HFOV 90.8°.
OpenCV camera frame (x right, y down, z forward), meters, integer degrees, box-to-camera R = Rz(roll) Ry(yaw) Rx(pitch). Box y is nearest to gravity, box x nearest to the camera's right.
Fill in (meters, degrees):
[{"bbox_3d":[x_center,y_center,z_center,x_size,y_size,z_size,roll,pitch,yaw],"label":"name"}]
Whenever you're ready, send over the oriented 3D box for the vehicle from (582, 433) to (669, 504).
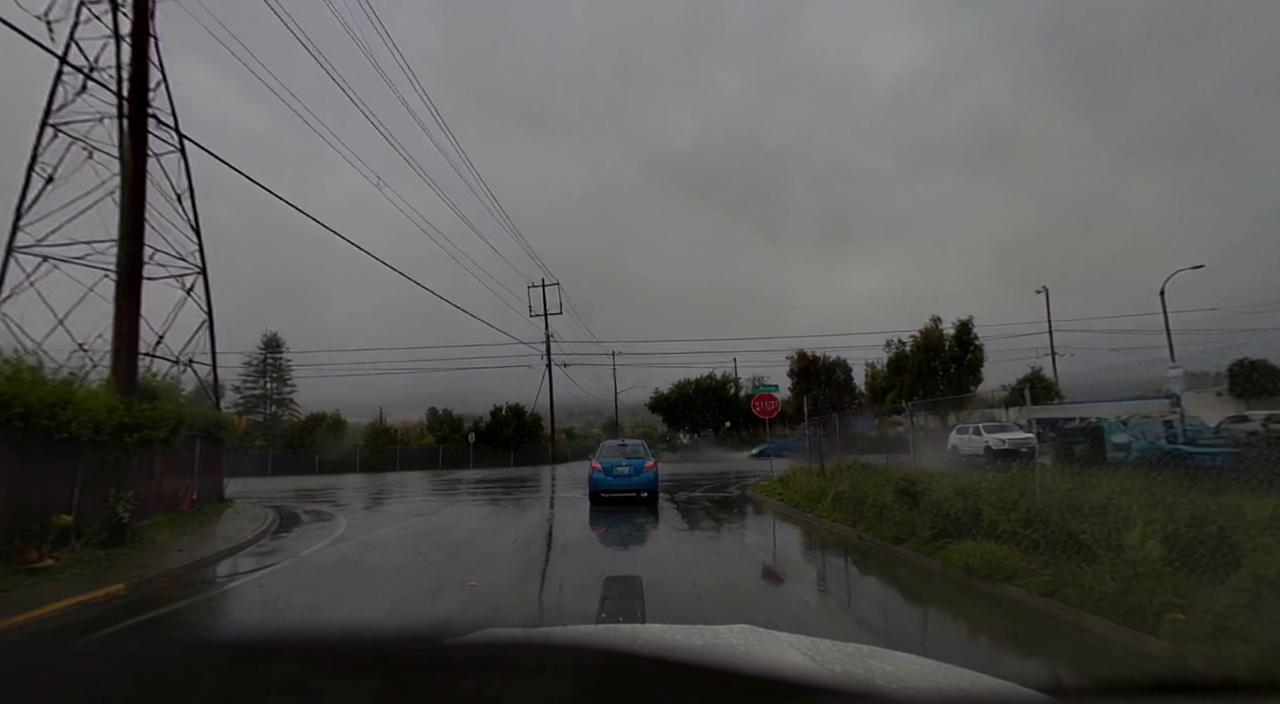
[{"bbox_3d":[-0.476,3.150,17.572,2.137,1.698,4.166,0,-8,-3],"label":"vehicle"}]
